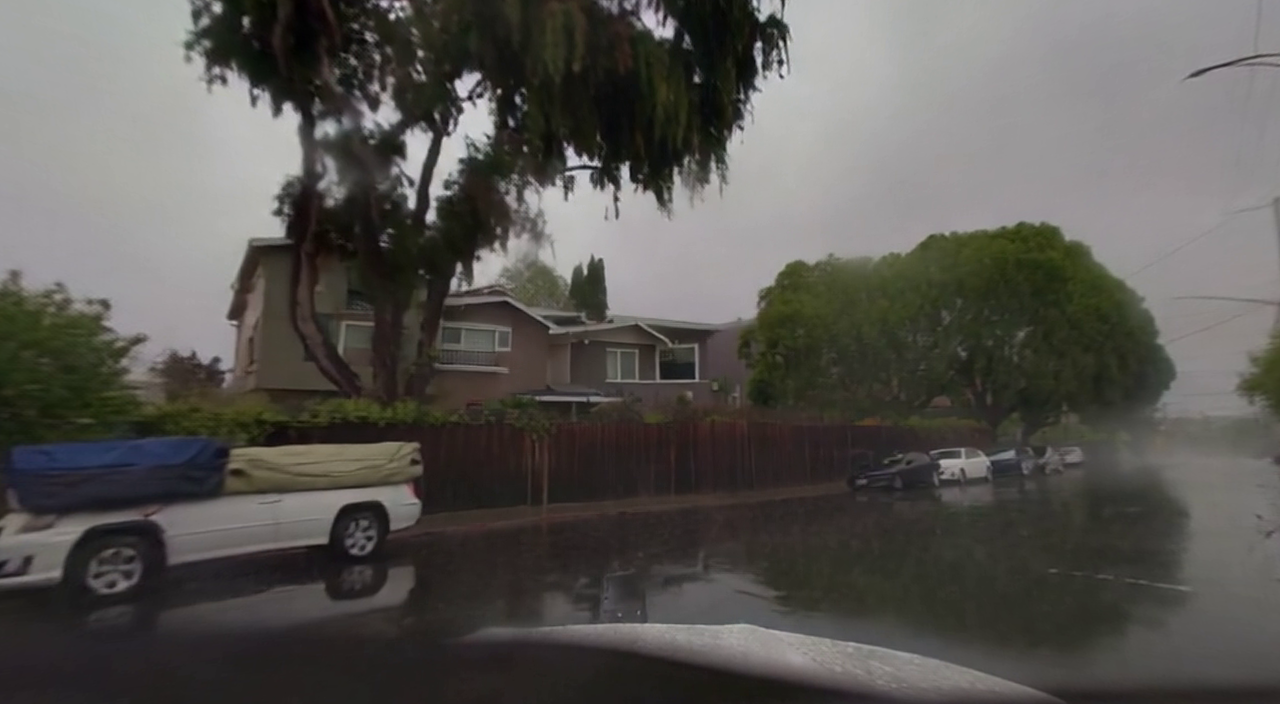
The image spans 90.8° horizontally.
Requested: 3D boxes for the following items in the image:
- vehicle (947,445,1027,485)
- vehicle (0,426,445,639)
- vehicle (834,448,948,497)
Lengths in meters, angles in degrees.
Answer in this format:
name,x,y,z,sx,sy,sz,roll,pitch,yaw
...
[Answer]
name,x,y,z,sx,sy,sz,roll,pitch,yaw
vehicle,16.010,5.141,29.051,4.221,1.673,1.918,8,-12,-44
vehicle,-4.532,1.674,7.042,2.082,1.547,4.217,-5,-10,28
vehicle,8.733,4.057,21.745,1.930,1.478,4.731,-8,-12,43
